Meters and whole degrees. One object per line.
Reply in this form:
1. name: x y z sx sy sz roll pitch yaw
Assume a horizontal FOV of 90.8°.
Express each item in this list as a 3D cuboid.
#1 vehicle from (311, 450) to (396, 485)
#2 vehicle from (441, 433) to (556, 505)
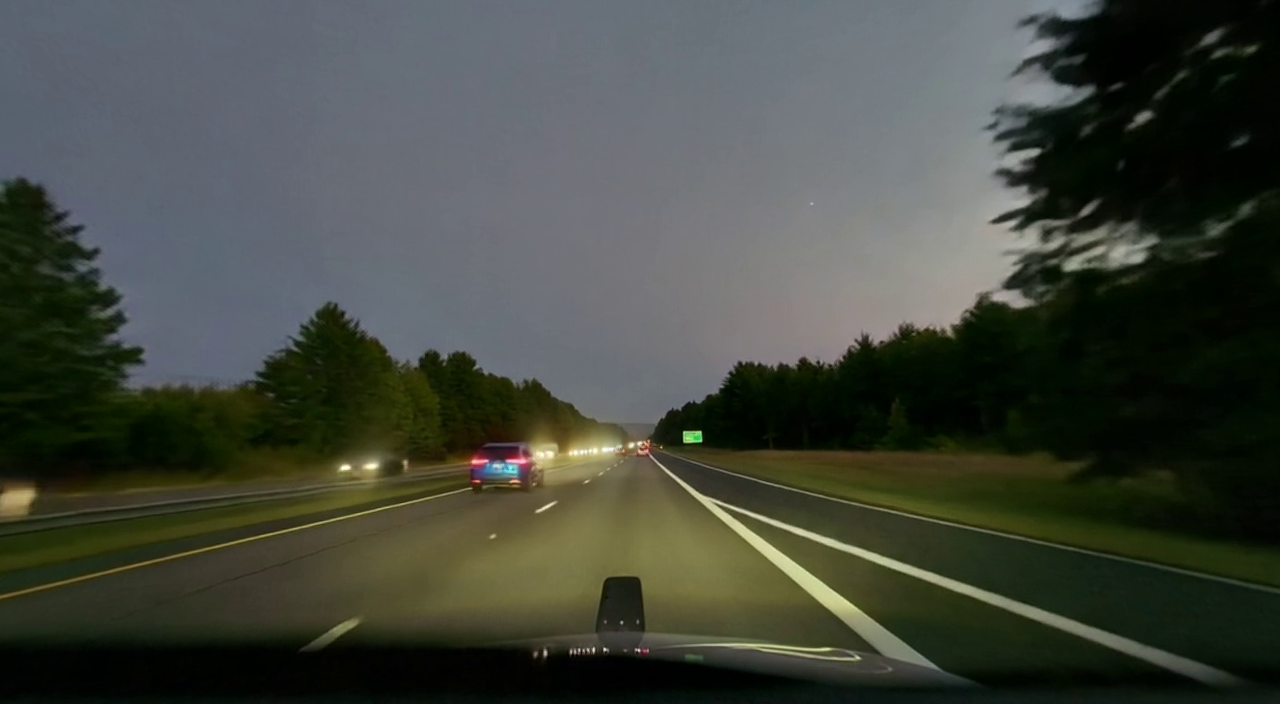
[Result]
1. vehicle: -13.003 5.250 28.976 1.803 1.435 4.433 0 -9 0
2. vehicle: -3.747 3.184 17.654 2.110 1.727 4.607 0 -9 1
